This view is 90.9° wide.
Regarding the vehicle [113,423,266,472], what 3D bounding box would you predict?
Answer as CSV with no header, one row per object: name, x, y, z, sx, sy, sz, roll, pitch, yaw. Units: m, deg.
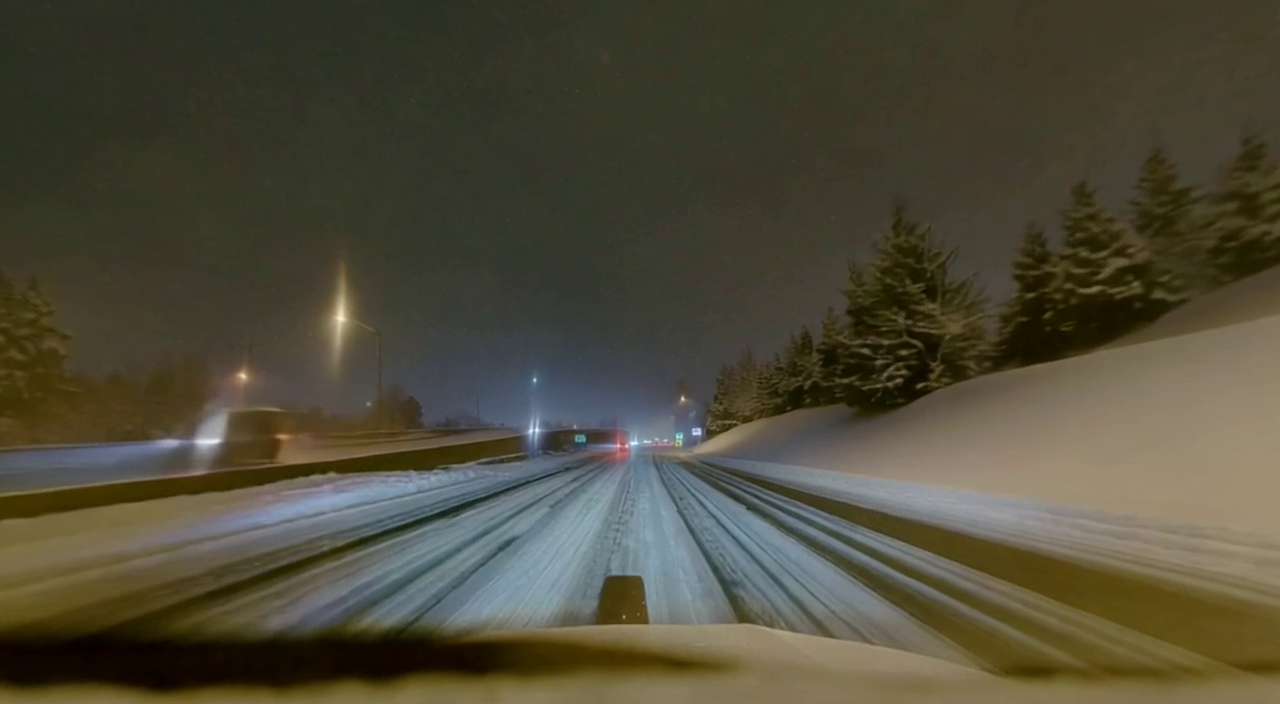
vehicle,-15.318,3.298,21.813,1.924,1.471,4.419,-1,-8,2
